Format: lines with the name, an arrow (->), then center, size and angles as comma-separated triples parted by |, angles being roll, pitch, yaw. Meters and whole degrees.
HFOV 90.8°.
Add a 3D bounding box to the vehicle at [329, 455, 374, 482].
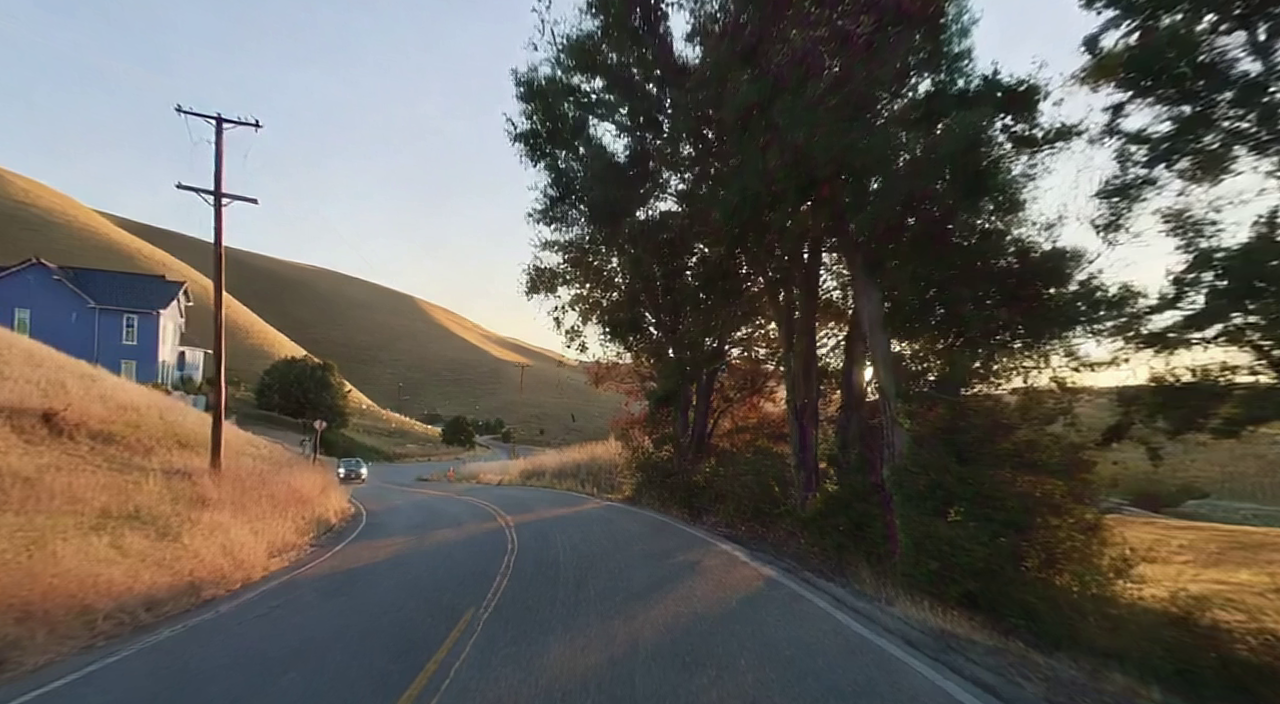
vehicle -> -17.796, 7.104, 38.883 | 2.063, 1.485, 3.997 | 5, -10, -29
